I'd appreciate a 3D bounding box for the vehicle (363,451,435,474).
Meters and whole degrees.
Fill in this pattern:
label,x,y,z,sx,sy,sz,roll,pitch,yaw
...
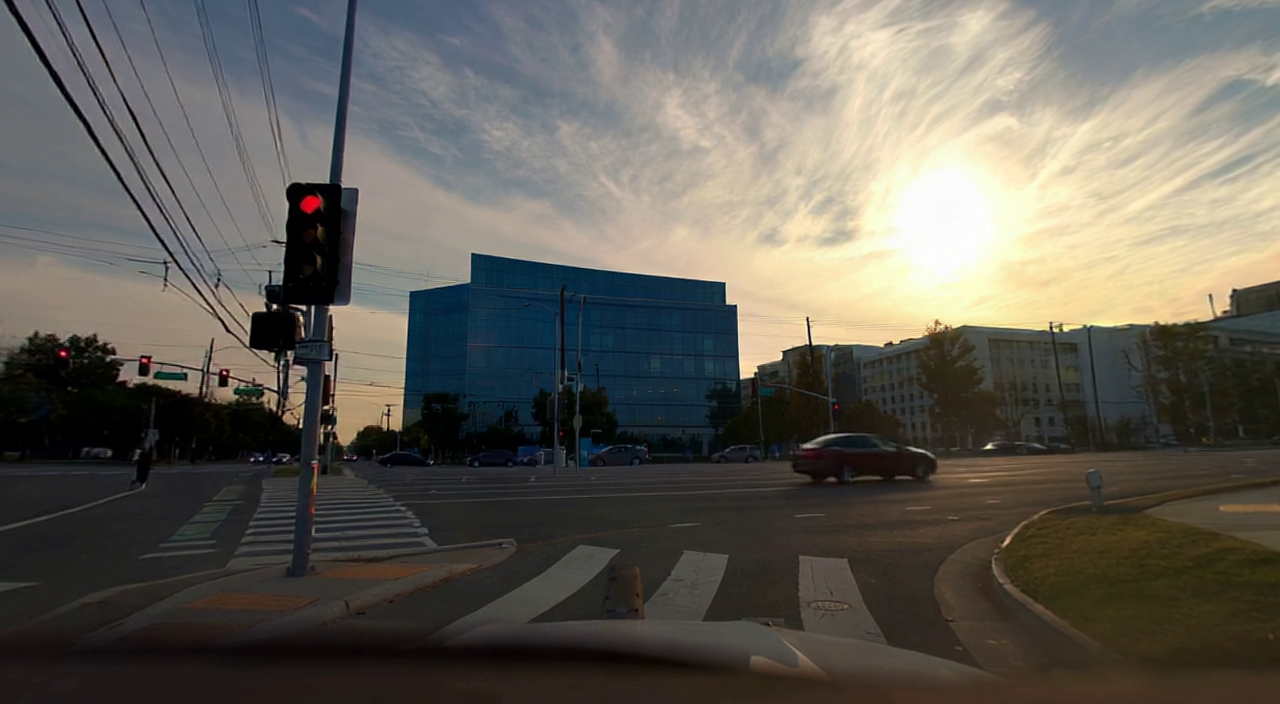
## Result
label,x,y,z,sx,sy,sz,roll,pitch,yaw
vehicle,-17.190,7.857,45.120,4.623,1.471,1.805,4,-9,-25

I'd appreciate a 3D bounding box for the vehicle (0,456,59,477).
label,x,y,z,sx,sy,sz,roll,pitch,yaw
vehicle,-46.458,8.651,48.030,1.899,1.438,4.799,4,-9,-25

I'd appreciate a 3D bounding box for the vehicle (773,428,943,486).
label,x,y,z,sx,sy,sz,roll,pitch,yaw
vehicle,6.725,3.249,19.683,4.530,1.648,2.075,2,-9,-14

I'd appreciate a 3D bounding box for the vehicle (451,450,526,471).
label,x,y,z,sx,sy,sz,roll,pitch,yaw
vehicle,-10.675,7.635,44.703,4.837,1.407,1.818,4,-9,-26

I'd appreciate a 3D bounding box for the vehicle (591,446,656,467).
label,x,y,z,sx,sy,sz,roll,pitch,yaw
vehicle,-1.163,7.547,45.817,4.391,1.451,1.717,4,-9,-26
